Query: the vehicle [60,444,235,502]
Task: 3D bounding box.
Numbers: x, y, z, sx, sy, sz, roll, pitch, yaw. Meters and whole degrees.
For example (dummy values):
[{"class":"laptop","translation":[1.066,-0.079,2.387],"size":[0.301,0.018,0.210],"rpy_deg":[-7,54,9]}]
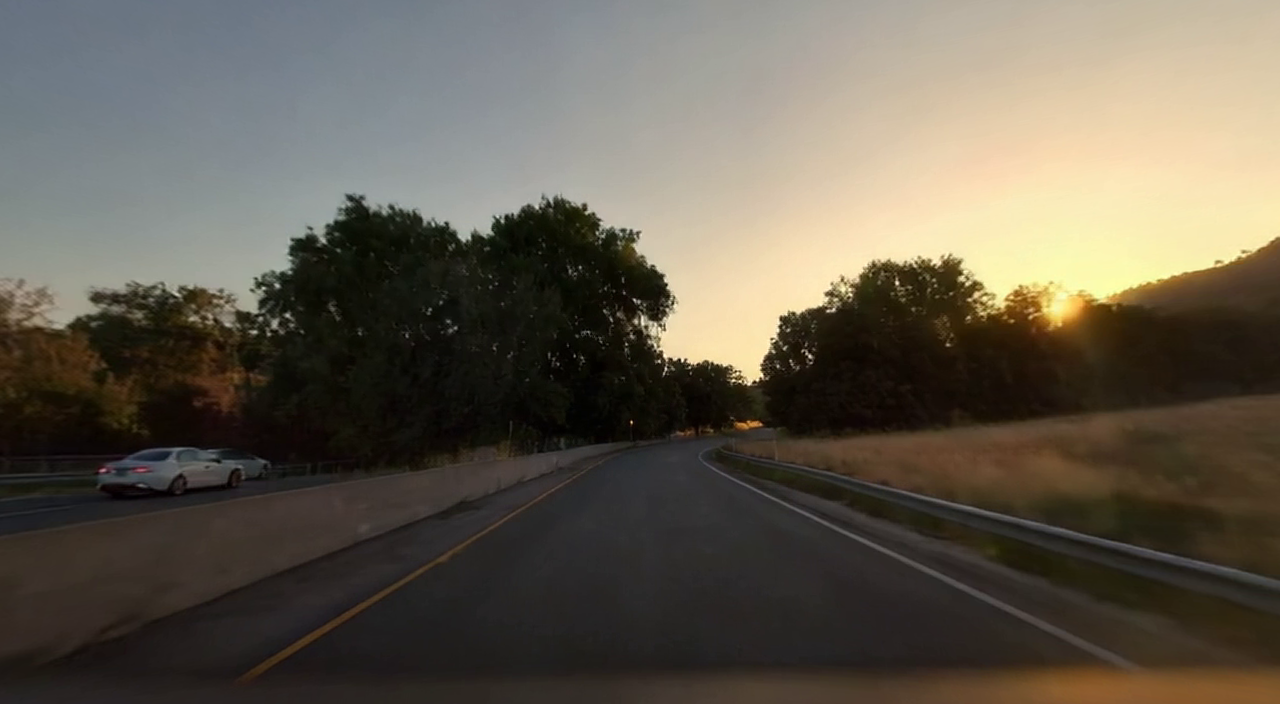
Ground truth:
[{"class":"vehicle","translation":[-14.351,3.497,18.696],"size":[1.895,1.451,4.168],"rpy_deg":[0,-8,-1]}]
